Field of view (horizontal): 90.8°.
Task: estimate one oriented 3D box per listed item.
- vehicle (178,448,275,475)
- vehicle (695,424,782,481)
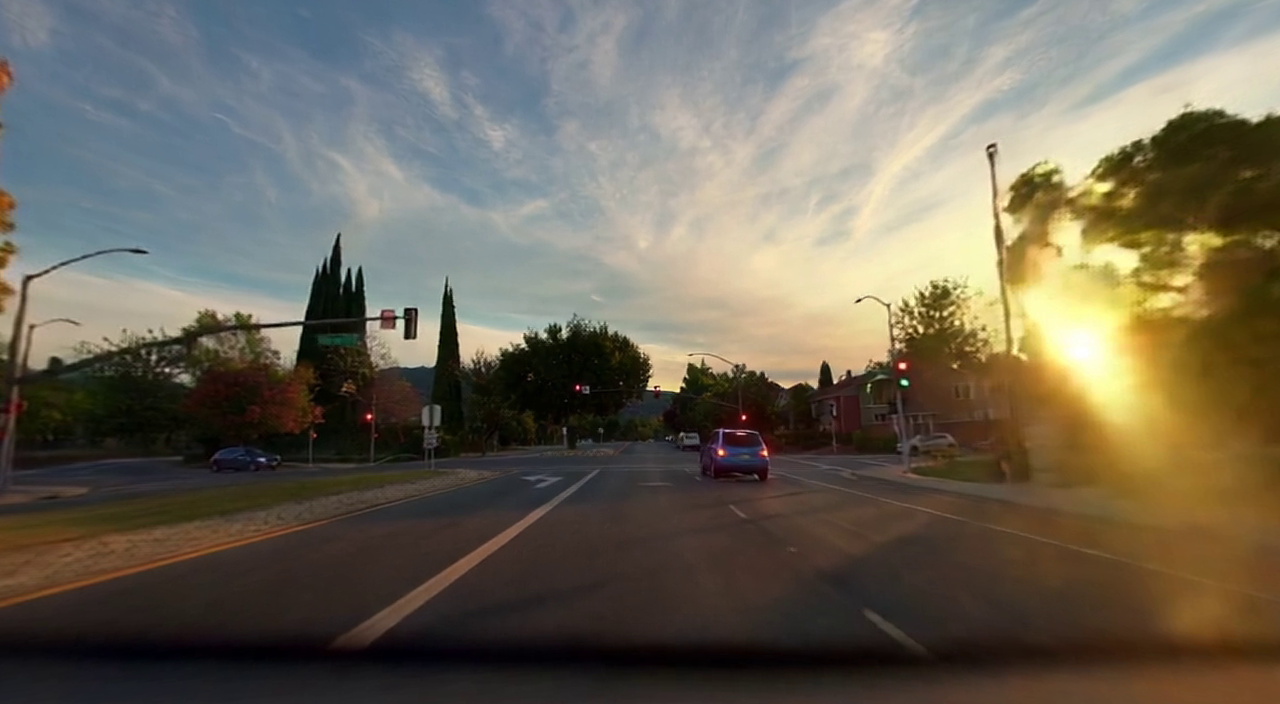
[{"bbox_3d":[-26.365,6.968,40.407,4.737,1.659,2.042,0,-9,-2],"label":"vehicle"},{"bbox_3d":[3.390,3.611,22.888,2.229,1.795,4.927,0,-9,-1],"label":"vehicle"}]
